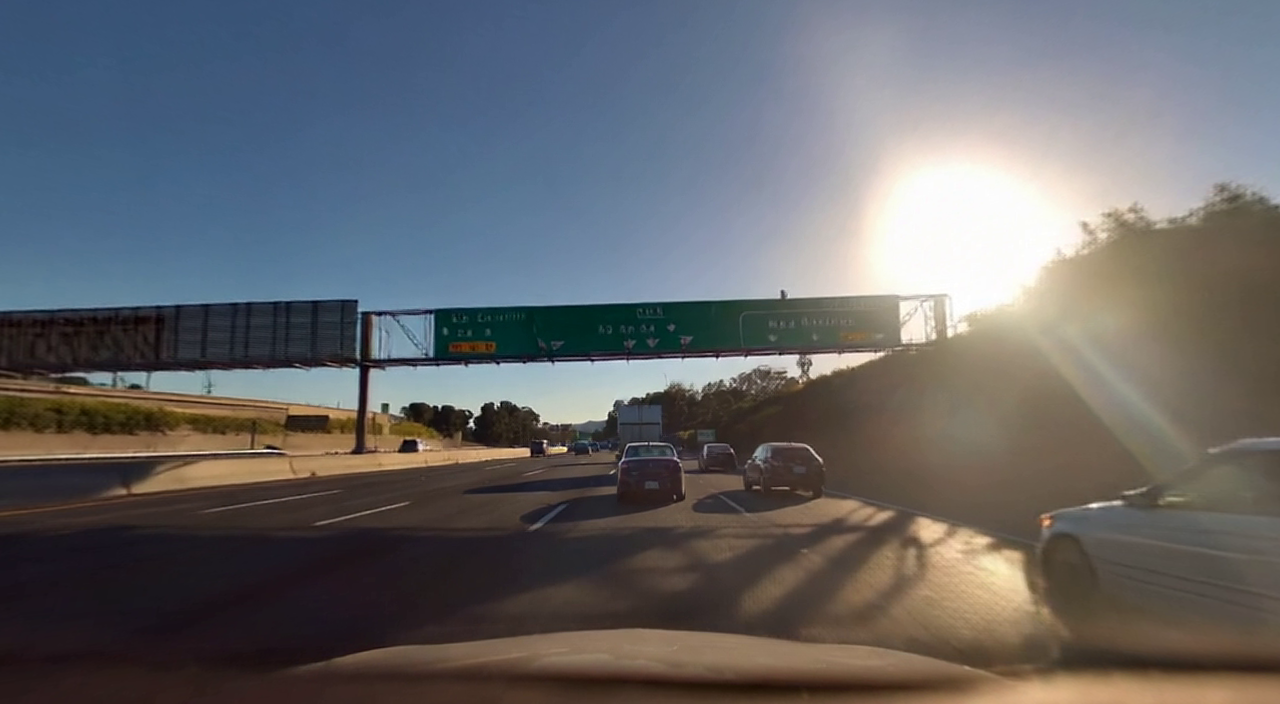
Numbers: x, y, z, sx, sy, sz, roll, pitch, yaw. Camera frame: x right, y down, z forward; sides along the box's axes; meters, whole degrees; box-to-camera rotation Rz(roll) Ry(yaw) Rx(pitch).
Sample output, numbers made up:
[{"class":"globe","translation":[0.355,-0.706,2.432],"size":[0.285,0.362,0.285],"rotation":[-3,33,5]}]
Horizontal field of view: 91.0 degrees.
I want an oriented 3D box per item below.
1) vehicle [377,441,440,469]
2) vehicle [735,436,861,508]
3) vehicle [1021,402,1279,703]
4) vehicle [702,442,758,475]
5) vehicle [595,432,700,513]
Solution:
[{"class":"vehicle","translation":[-14.334,6.406,39.341],"size":[2.055,1.613,4.955],"rotation":[0,-9,0]},{"class":"vehicle","translation":[3.709,2.888,15.577],"size":[2.044,1.523,3.947],"rotation":[0,-9,-1]},{"class":"vehicle","translation":[3.663,0.895,2.152],"size":[1.979,1.504,4.377],"rotation":[0,-9,0]},{"class":"vehicle","translation":[4.296,5.170,30.818],"size":[2.002,1.499,4.710],"rotation":[0,-9,-1]},{"class":"vehicle","translation":[0.161,2.647,14.262],"size":[2.044,1.554,3.824],"rotation":[0,-9,0]}]
